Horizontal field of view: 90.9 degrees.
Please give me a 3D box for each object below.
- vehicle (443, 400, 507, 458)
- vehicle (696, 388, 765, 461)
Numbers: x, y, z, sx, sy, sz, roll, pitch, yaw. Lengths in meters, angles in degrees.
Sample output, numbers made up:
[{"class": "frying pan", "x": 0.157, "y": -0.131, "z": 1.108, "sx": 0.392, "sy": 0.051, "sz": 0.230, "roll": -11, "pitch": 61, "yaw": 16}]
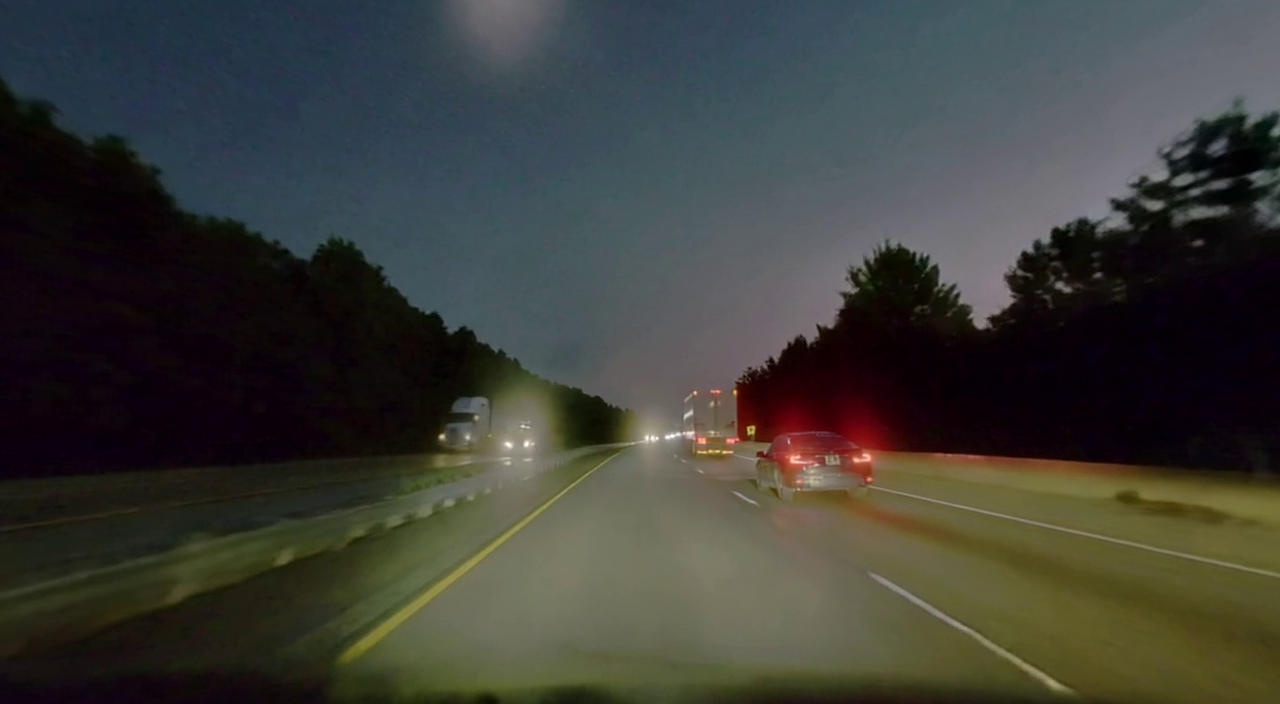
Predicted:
[{"class": "vehicle", "x": -11.887, "y": 5.636, "z": 45.927, "sx": 3.013, "sy": 3.979, "sz": 5.795, "roll": 0, "pitch": -8, "yaw": 1}, {"class": "vehicle", "x": 4.389, "y": 3.681, "z": 31.548, "sx": 2.749, "sy": 3.357, "sz": 4.979, "roll": 0, "pitch": -8, "yaw": 1}]
